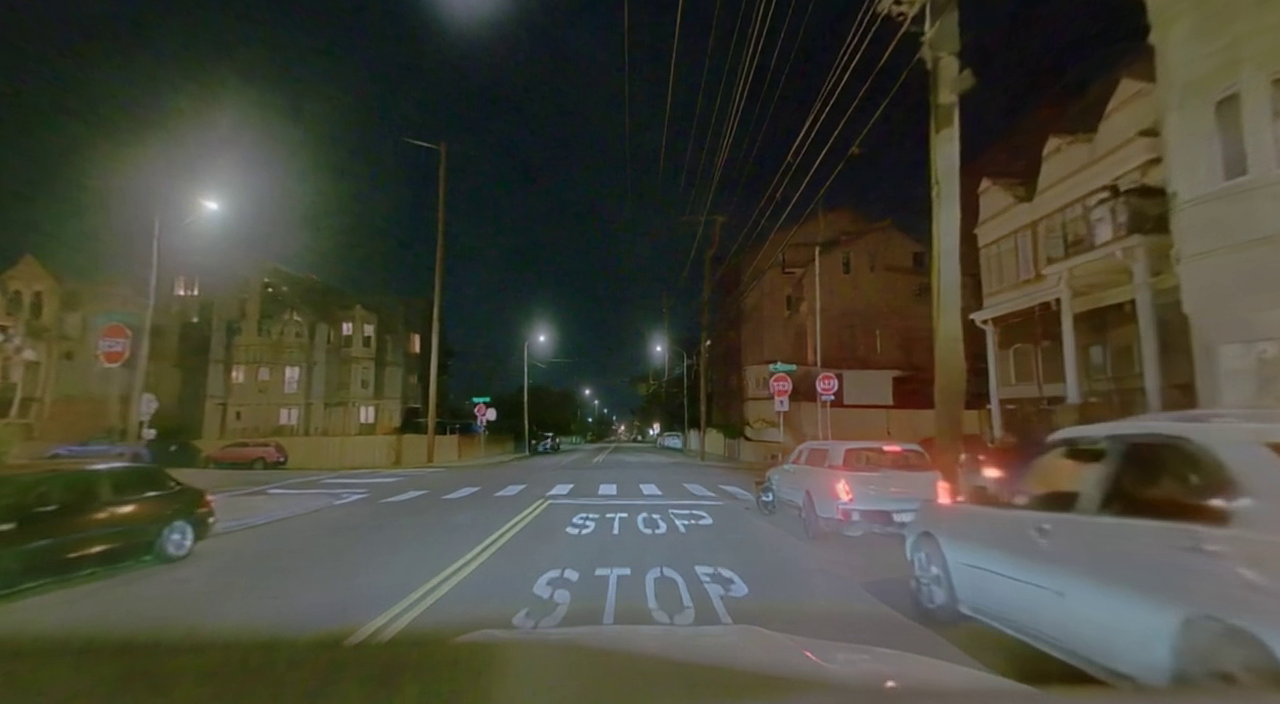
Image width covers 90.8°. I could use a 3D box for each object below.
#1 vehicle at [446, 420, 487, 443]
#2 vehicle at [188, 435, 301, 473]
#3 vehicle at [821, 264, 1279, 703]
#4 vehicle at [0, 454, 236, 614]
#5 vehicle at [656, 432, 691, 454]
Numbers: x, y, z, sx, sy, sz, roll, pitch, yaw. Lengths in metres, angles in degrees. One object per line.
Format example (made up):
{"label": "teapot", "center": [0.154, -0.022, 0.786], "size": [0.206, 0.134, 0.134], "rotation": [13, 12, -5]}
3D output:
{"label": "vehicle", "center": [-13.643, 6.315, 49.843], "size": [1.992, 1.678, 4.658], "rotation": [0, -8, -1]}
{"label": "vehicle", "center": [-19.297, 4.981, 30.999], "size": [4.181, 1.742, 1.945], "rotation": [1, -9, -10]}
{"label": "vehicle", "center": [3.205, 0.965, 3.868], "size": [2.375, 1.945, 5.670], "rotation": [0, -8, -1]}
{"label": "vehicle", "center": [-6.816, 1.893, 7.039], "size": [1.744, 1.407, 4.529], "rotation": [0, -8, -2]}
{"label": "vehicle", "center": [2.420, 6.684, 46.302], "size": [2.120, 1.487, 4.360], "rotation": [0, -8, -3]}
